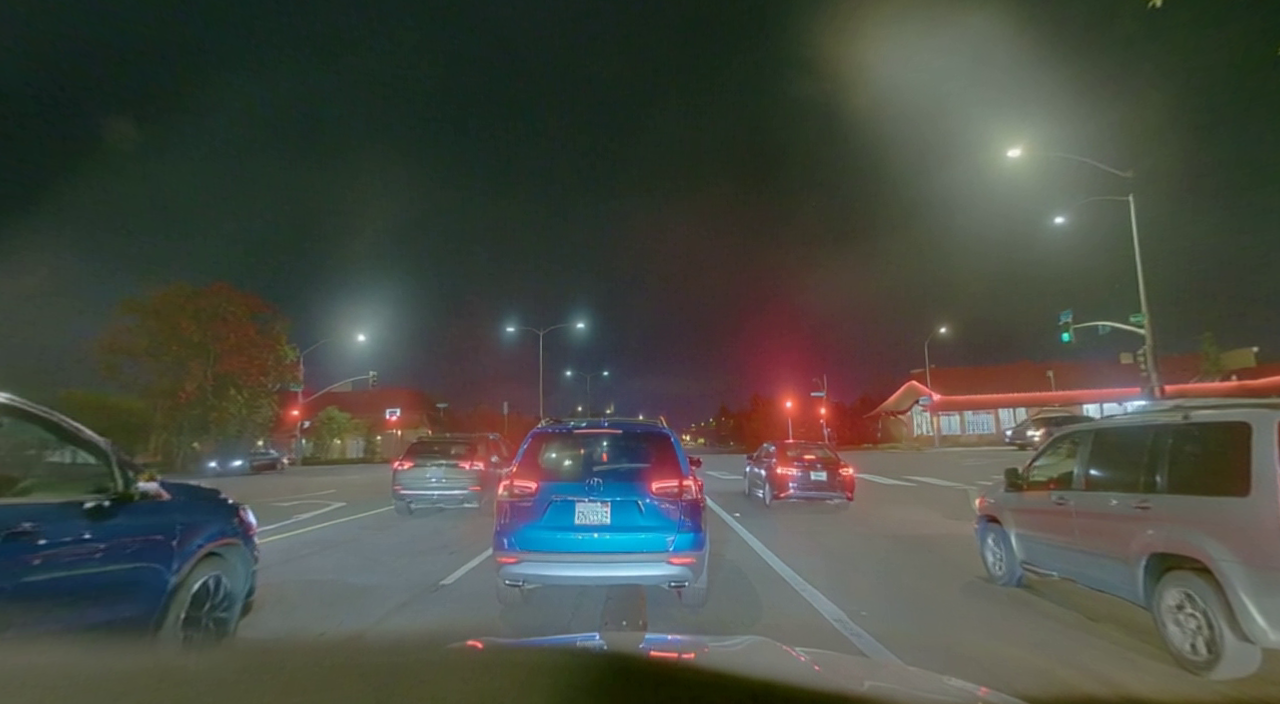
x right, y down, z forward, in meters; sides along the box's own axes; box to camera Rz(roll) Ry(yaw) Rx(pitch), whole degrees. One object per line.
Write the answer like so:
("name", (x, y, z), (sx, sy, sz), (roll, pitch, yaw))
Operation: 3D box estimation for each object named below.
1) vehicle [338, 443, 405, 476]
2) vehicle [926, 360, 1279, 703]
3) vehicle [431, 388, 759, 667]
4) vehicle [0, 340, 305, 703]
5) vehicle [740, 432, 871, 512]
("vehicle", (-15.362, 6.134, 36.282), (1.949, 1.744, 4.109), (0, -8, 1))
("vehicle", (4.196, 1.220, 4.996), (2.014, 1.740, 4.515), (-1, -8, 4))
("vehicle", (-0.193, 1.378, 6.018), (2.022, 1.700, 4.084), (0, -8, 3))
("vehicle", (-3.467, 0.803, 2.220), (2.047, 1.741, 4.470), (0, -8, 1))
("vehicle", (3.586, 2.662, 14.466), (1.847, 1.554, 3.885), (0, -8, -2))
